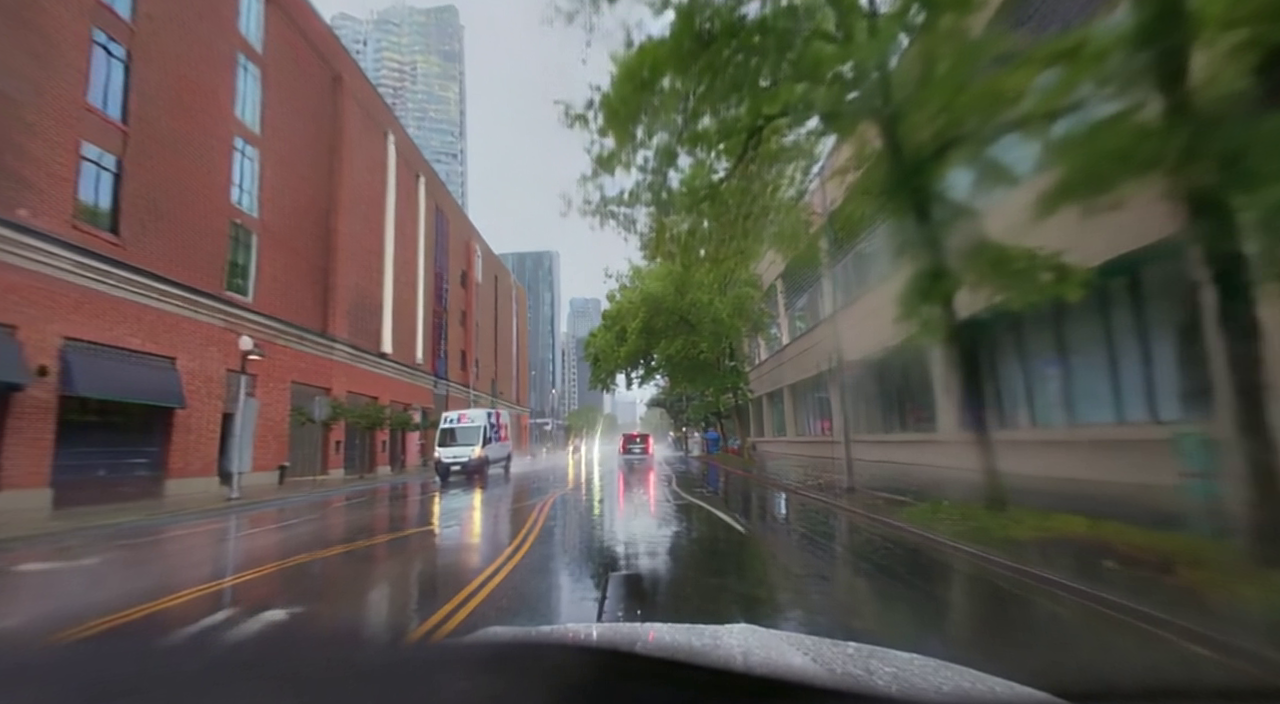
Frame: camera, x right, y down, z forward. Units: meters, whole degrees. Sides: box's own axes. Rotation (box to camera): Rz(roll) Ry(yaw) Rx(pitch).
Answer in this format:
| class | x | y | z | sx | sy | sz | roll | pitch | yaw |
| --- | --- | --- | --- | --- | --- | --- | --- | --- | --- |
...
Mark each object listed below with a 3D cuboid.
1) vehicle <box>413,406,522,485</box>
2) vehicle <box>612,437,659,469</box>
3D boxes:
| class | x | y | z | sx | sy | sz | roll | pitch | yaw |
| --- | --- | --- | --- | --- | --- | --- | --- | --- | --- |
| vehicle | -7.429 | 4.166 | 28.379 | 2.754 | 3.065 | 7.103 | 0 | -8 | 1 |
| vehicle | -0.197 | 5.403 | 33.950 | 2.356 | 1.572 | 4.810 | 0 | -8 | 1 |
